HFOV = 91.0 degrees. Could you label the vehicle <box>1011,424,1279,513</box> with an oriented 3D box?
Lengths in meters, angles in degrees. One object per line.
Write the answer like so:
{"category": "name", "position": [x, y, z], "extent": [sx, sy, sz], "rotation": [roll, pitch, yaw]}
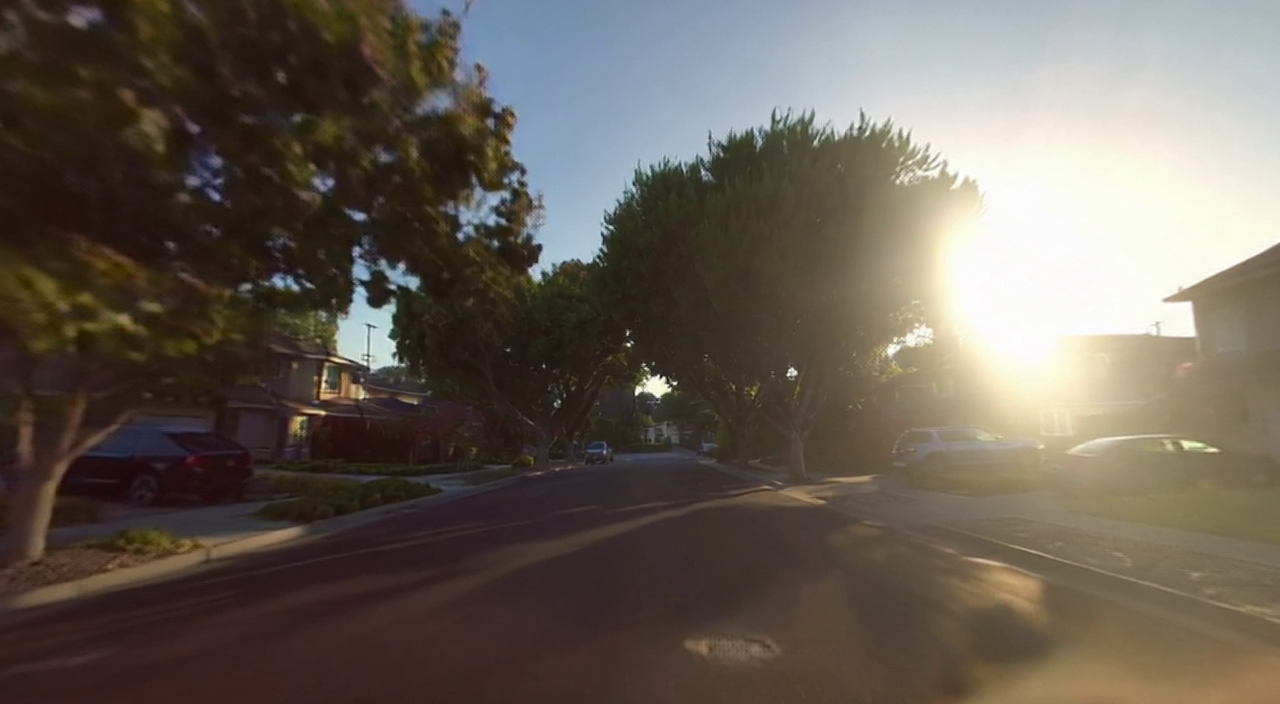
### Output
{"category": "vehicle", "position": [10.954, 2.449, 13.483], "extent": [4.710, 1.512, 1.894], "rotation": [-3, -9, 1]}

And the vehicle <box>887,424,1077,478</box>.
{"category": "vehicle", "position": [12.429, 3.646, 23.217], "extent": [5.637, 1.890, 2.171], "rotation": [0, -9, 2]}
